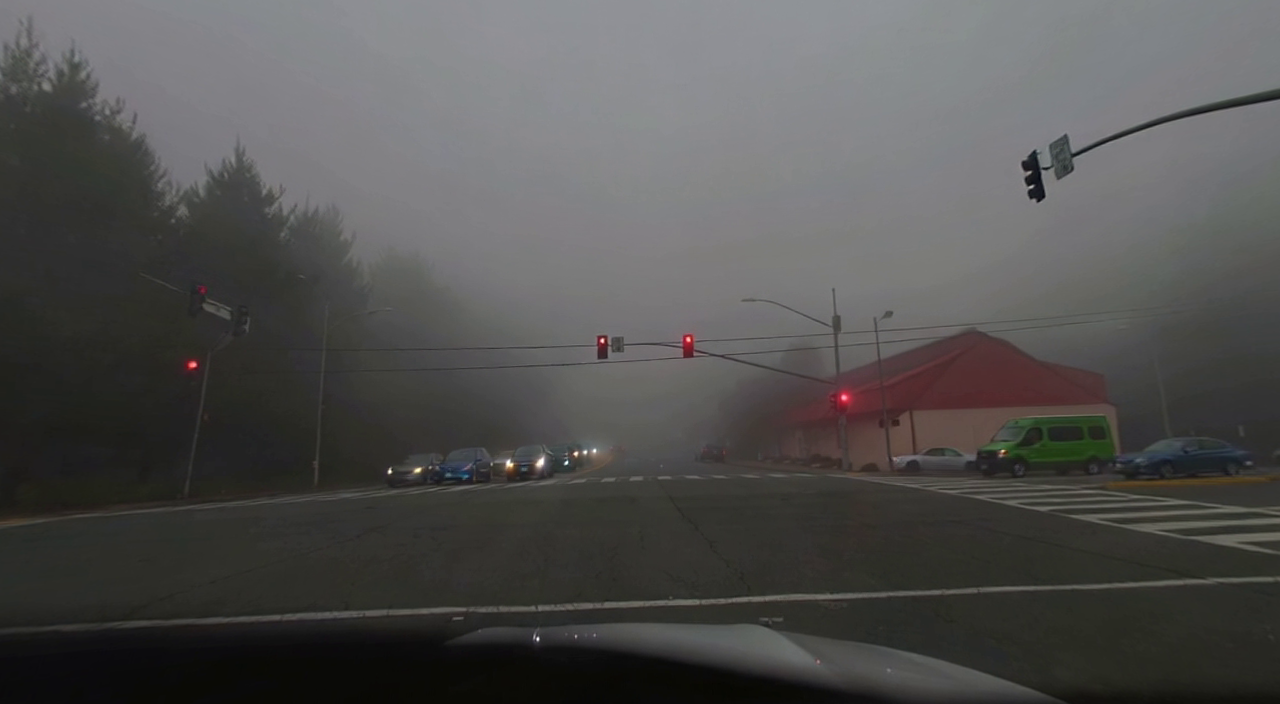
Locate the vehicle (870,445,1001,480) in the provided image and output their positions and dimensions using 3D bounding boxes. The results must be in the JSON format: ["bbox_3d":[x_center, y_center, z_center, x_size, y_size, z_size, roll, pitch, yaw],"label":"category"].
[{"bbox_3d":[13.033,4.880,28.037,4.828,1.453,1.919,0,-9,-3],"label":"vehicle"}]

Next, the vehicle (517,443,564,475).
[{"bbox_3d":[-4.769,5.166,30.770,1.846,1.416,4.228,0,-9,-4],"label":"vehicle"}]

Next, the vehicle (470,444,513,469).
[{"bbox_3d":[-9.020,6.376,38.756,1.779,1.460,4.463,0,-9,-3],"label":"vehicle"}]

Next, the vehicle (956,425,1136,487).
[{"bbox_3d":[14.835,3.762,23.121,5.910,2.046,2.228,3,-9,-19],"label":"vehicle"}]

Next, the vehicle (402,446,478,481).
[{"bbox_3d":[-9.010,5.032,28.851,2.024,1.460,4.381,0,-9,0],"label":"vehicle"}]
